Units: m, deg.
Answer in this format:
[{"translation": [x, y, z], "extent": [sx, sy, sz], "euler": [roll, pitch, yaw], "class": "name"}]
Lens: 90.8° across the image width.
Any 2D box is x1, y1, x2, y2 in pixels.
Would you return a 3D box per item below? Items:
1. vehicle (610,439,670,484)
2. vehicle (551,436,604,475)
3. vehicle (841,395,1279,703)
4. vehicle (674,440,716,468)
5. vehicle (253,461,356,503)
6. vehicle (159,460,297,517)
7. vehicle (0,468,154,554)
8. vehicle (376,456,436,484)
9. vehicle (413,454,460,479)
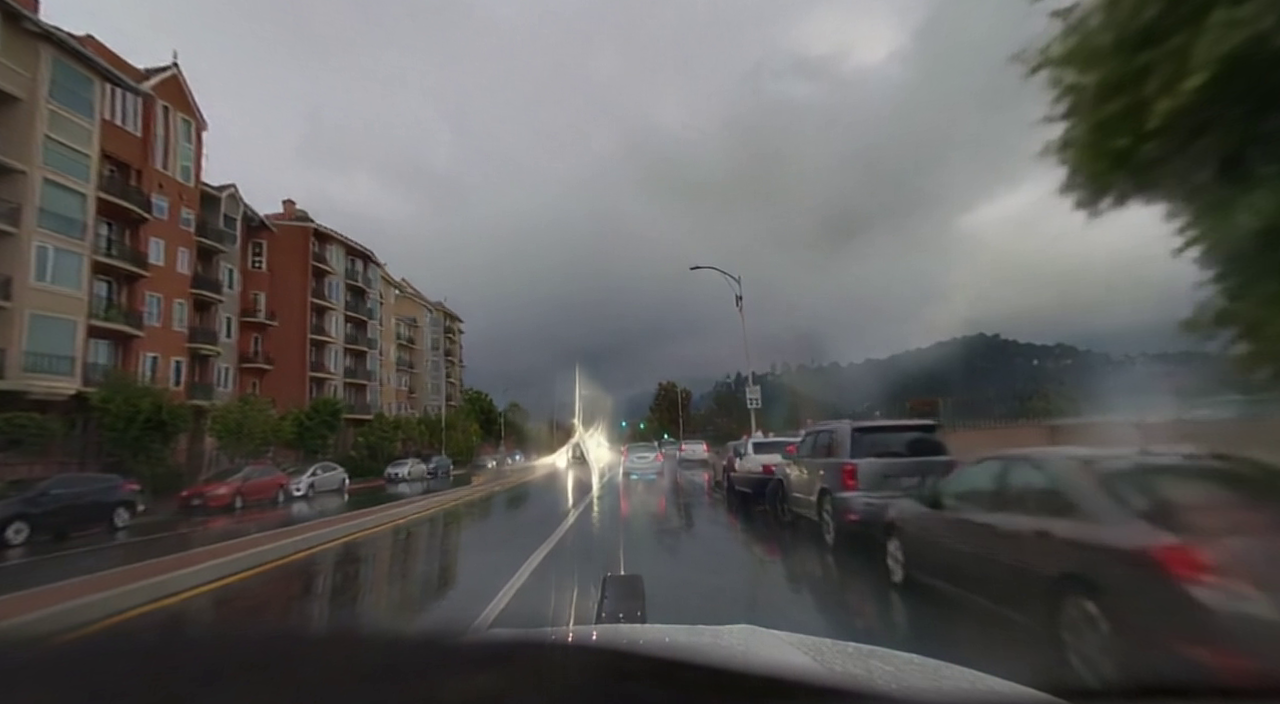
[{"translation": [-0.001, 4.031, 23.441], "extent": [2.026, 1.496, 3.701], "euler": [0, -9, 0], "class": "vehicle"}, {"translation": [-2.971, 5.032, 30.810], "extent": [2.065, 1.705, 4.353], "euler": [-1, -9, 1], "class": "vehicle"}, {"translation": [3.005, 1.209, 4.156], "extent": [1.874, 1.468, 4.550], "euler": [0, -9, 0], "class": "vehicle"}, {"translation": [3.186, 6.035, 37.455], "extent": [2.077, 1.532, 4.694], "euler": [0, -9, 0], "class": "vehicle"}, {"translation": [-13.697, 5.303, 26.117], "extent": [1.837, 1.470, 4.263], "euler": [-1, -9, 1], "class": "vehicle"}, {"translation": [-13.853, 4.575, 21.606], "extent": [1.887, 1.619, 4.208], "euler": [0, -9, -1], "class": "vehicle"}, {"translation": [-13.752, 3.526, 14.485], "extent": [1.805, 1.580, 4.477], "euler": [0, -9, -3], "class": "vehicle"}, {"translation": [-13.714, 6.943, 37.327], "extent": [1.907, 1.480, 4.498], "euler": [0, -9, -1], "class": "vehicle"}, {"translation": [-13.682, 7.700, 42.677], "extent": [1.839, 1.594, 4.055], "euler": [0, -9, -1], "class": "vehicle"}]
